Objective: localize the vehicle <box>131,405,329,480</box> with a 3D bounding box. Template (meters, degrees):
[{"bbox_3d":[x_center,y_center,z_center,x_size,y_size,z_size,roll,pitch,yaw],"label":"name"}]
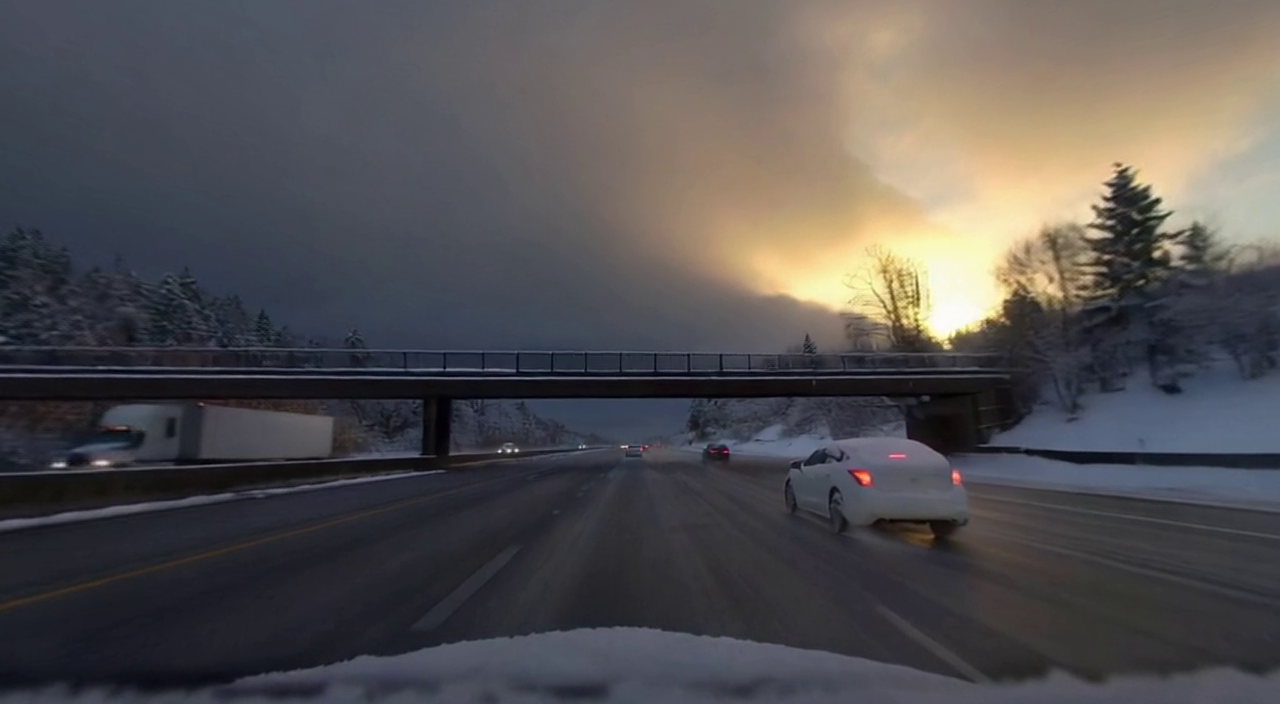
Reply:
[{"bbox_3d":[-27.263,6.338,44.009,2.909,4.186,16.546,0,-9,0],"label":"vehicle"}]

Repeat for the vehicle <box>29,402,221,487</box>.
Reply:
[{"bbox_3d":[-27.157,5.001,34.153,3.020,3.976,8.549,0,-9,0],"label":"vehicle"}]

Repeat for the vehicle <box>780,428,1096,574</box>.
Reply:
[{"bbox_3d":[3.562,1.862,8.784,2.076,1.472,4.562,0,-9,-1],"label":"vehicle"}]
